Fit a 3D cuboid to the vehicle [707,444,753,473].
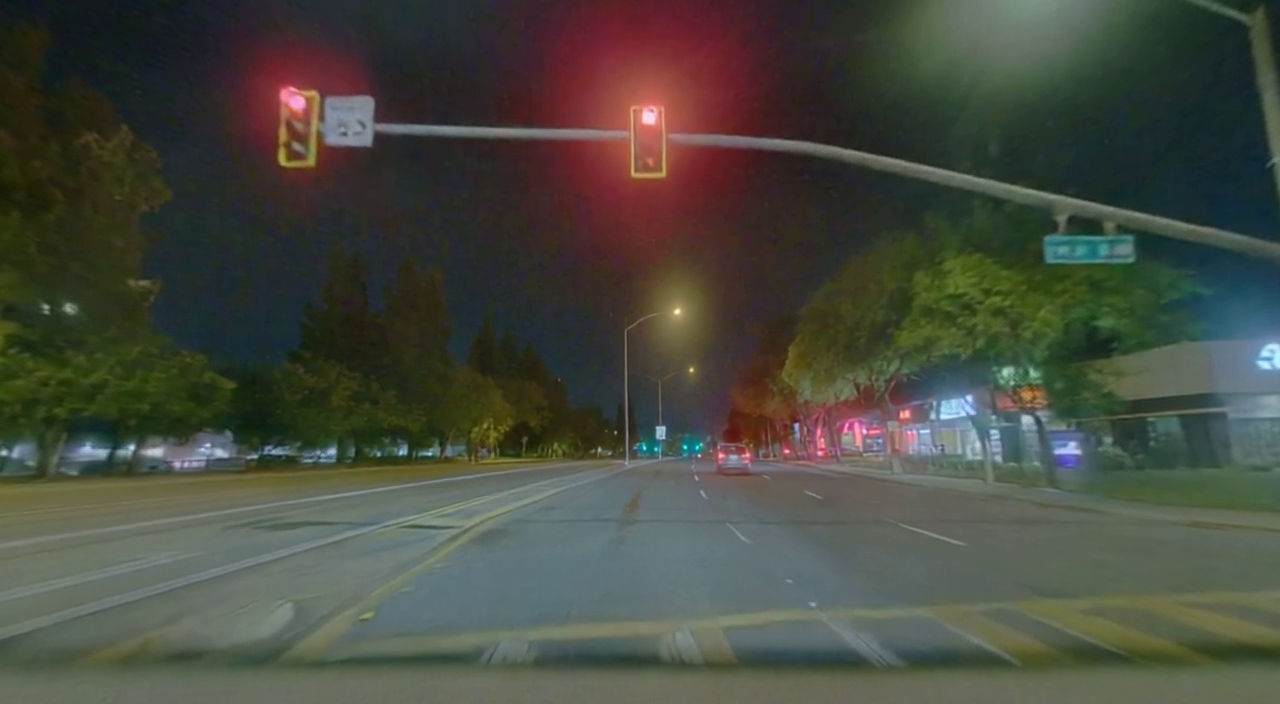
[{"bbox_3d":[4.911,5.891,34.928,2.015,1.479,4.444,0,-9,2],"label":"vehicle"}]
